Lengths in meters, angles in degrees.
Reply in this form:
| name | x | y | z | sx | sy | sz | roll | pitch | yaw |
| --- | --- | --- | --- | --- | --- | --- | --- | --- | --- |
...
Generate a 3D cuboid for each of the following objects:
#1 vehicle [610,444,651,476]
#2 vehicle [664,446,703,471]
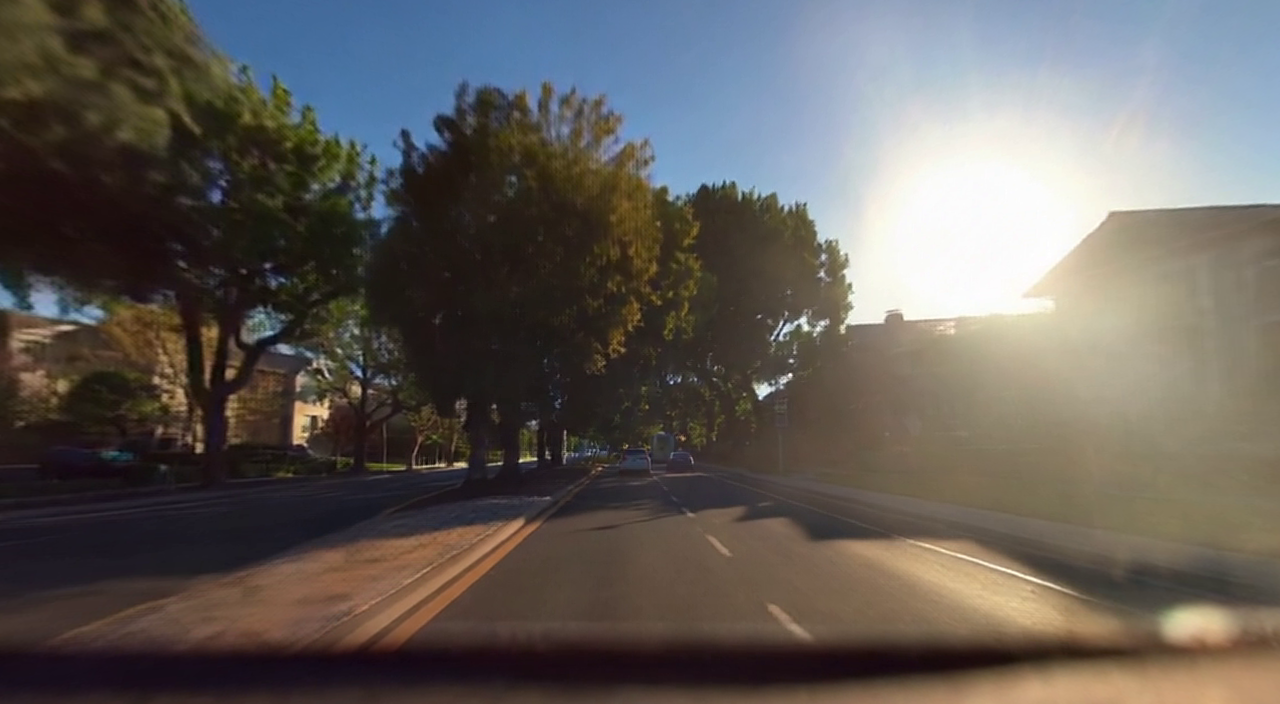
| name | x | y | z | sx | sy | sz | roll | pitch | yaw |
| --- | --- | --- | --- | --- | --- | --- | --- | --- | --- |
| vehicle | -0.457 | 5.607 | 33.037 | 2.018 | 1.511 | 3.993 | 0 | -8 | 0 |
| vehicle | 2.705 | 6.758 | 40.262 | 2.057 | 1.496 | 4.401 | 0 | -8 | -2 |
